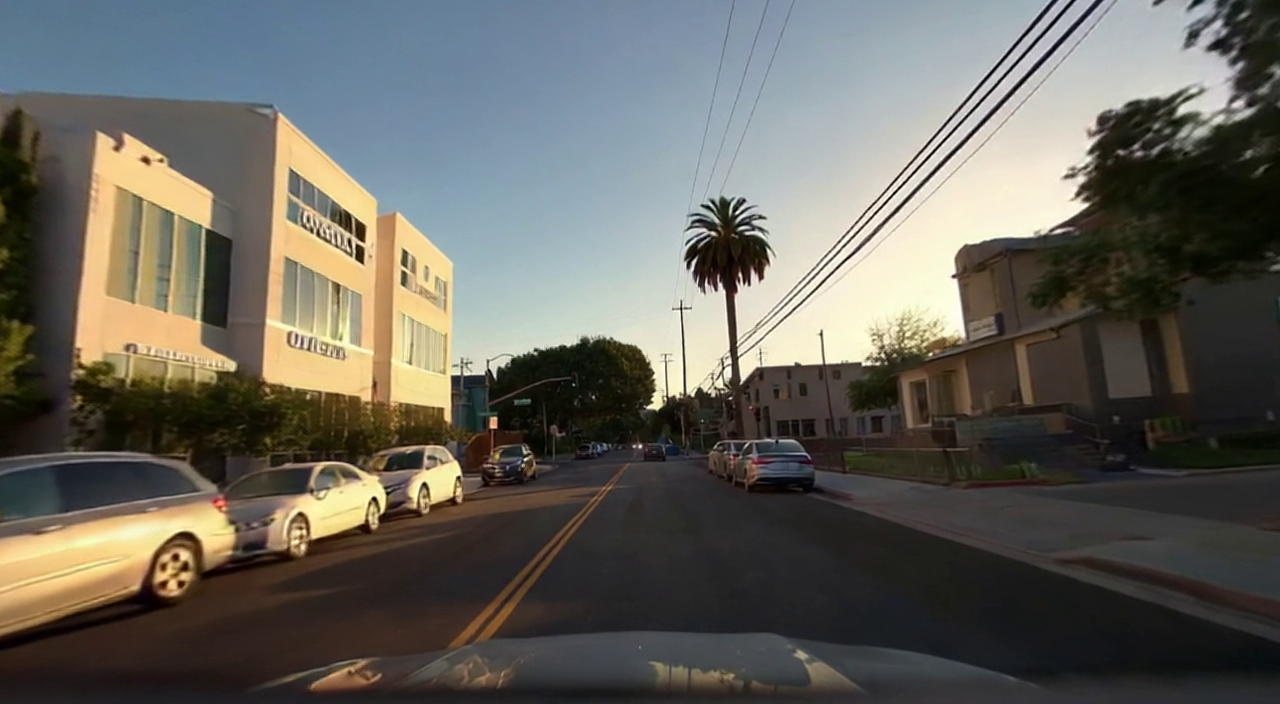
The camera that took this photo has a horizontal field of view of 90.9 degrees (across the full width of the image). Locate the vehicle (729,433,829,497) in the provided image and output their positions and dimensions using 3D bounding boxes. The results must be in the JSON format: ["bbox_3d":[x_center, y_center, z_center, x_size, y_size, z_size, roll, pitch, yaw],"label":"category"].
[{"bbox_3d":[3.853,3.216,18.384,1.948,1.607,4.873,0,-9,2],"label":"vehicle"}]

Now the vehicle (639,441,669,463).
[{"bbox_3d":[0.985,7.528,47.607,2.125,1.524,4.404,0,-9,0],"label":"vehicle"}]

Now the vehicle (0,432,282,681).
[{"bbox_3d":[-5.881,1.660,5.598,2.286,1.836,5.088,0,-9,2],"label":"vehicle"}]

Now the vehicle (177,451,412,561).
[{"bbox_3d":[-5.938,2.634,11.612,1.931,1.574,4.360,0,-9,-2],"label":"vehicle"}]

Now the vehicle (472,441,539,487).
[{"bbox_3d":[-5.903,4.975,28.355,2.126,1.864,4.831,0,-9,-2],"label":"vehicle"}]
